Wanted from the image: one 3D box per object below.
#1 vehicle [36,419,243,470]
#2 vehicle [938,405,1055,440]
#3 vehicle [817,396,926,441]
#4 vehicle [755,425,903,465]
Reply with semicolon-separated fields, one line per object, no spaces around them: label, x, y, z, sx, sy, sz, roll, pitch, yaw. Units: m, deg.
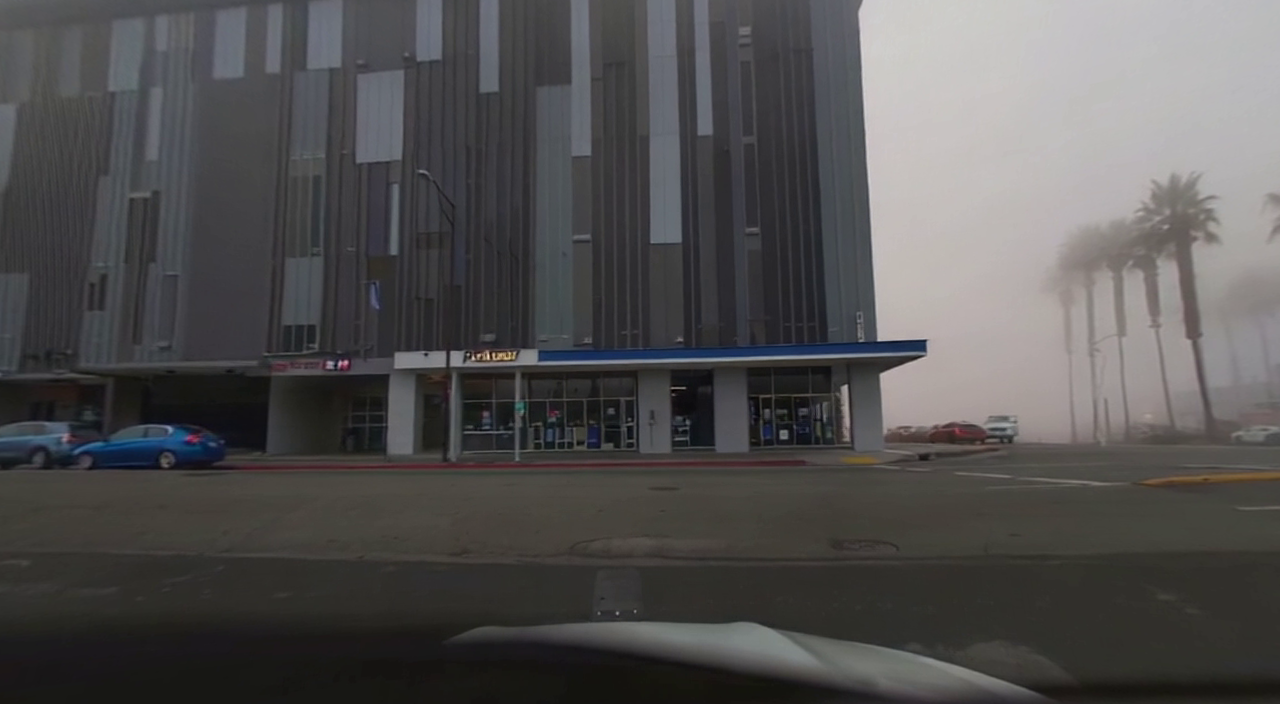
vehicle;-15.609;2.916;19.914;4.857;1.497;1.811;1;-8;-3
vehicle;25.117;4.981;44.663;7.026;2.329;2.545;2;-6;-8
vehicle;13.529;3.927;37.110;5.524;2.504;2.196;1;-7;-7
vehicle;6.776;3.362;22.874;4.782;1.371;1.763;1;-8;-9
